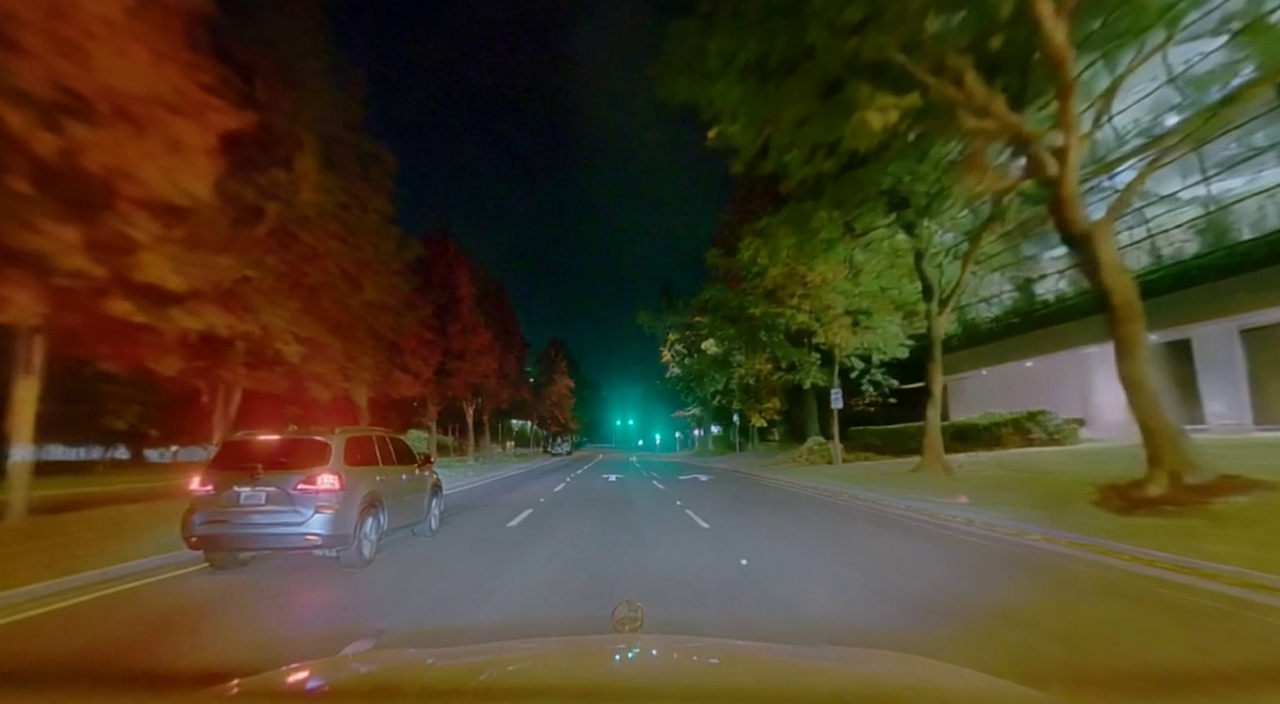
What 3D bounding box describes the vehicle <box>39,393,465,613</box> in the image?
[{"bbox_3d":[-3.672,1.508,7.289,2.067,1.700,4.561,0,-8,-1],"label":"vehicle"}]
